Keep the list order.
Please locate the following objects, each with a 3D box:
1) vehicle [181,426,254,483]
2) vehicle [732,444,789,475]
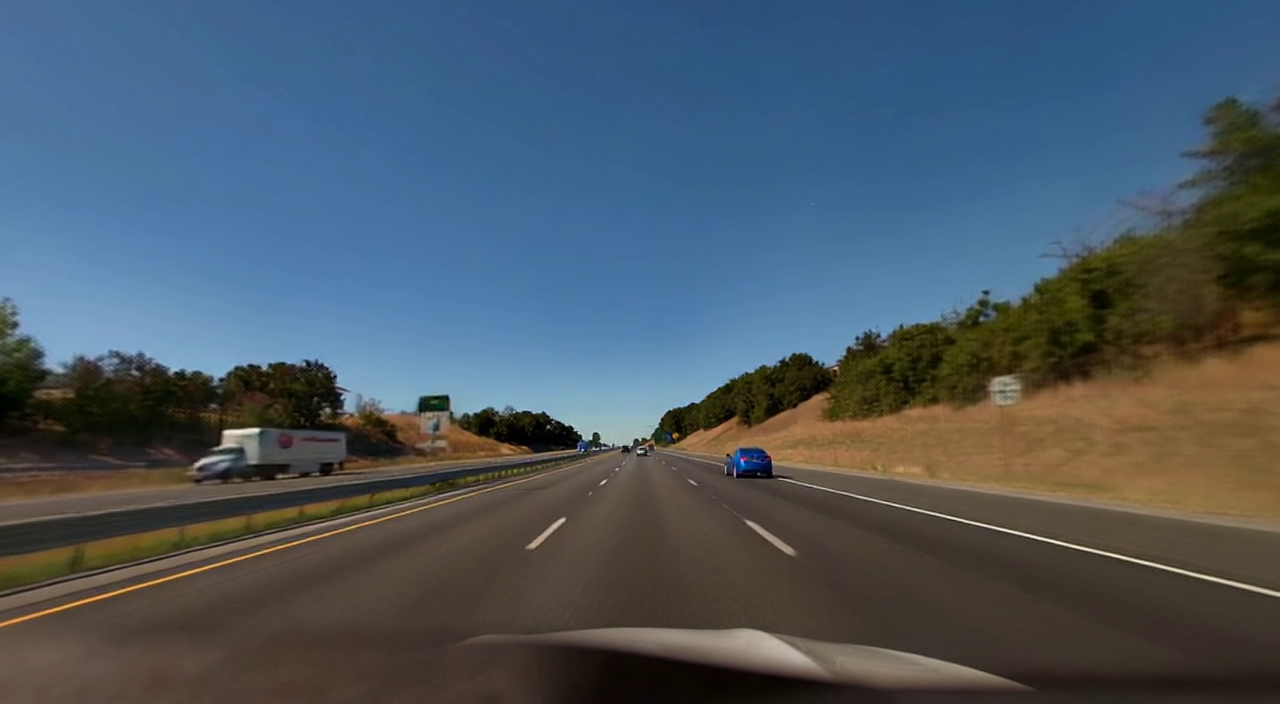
[{"bbox_3d":[-29.428,7.153,44.039,2.925,3.784,2.677,0,-9,0],"label":"vehicle"},{"bbox_3d":[6.121,5.513,32.438,1.967,1.472,3.751,0,-9,-3],"label":"vehicle"}]
